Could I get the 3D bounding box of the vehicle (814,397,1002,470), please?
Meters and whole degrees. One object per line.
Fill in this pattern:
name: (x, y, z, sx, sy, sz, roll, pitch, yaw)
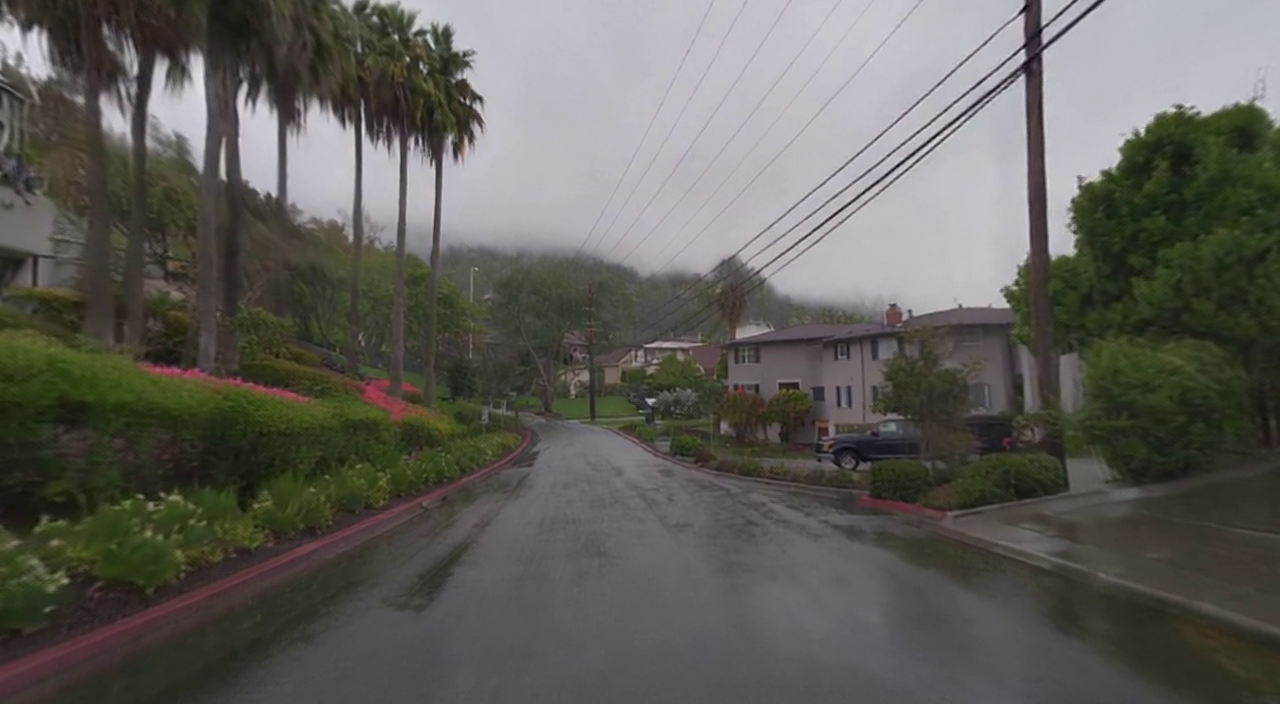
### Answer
vehicle: (8.539, 2.660, 20.017, 5.663, 1.913, 2.170, 6, -10, -23)
